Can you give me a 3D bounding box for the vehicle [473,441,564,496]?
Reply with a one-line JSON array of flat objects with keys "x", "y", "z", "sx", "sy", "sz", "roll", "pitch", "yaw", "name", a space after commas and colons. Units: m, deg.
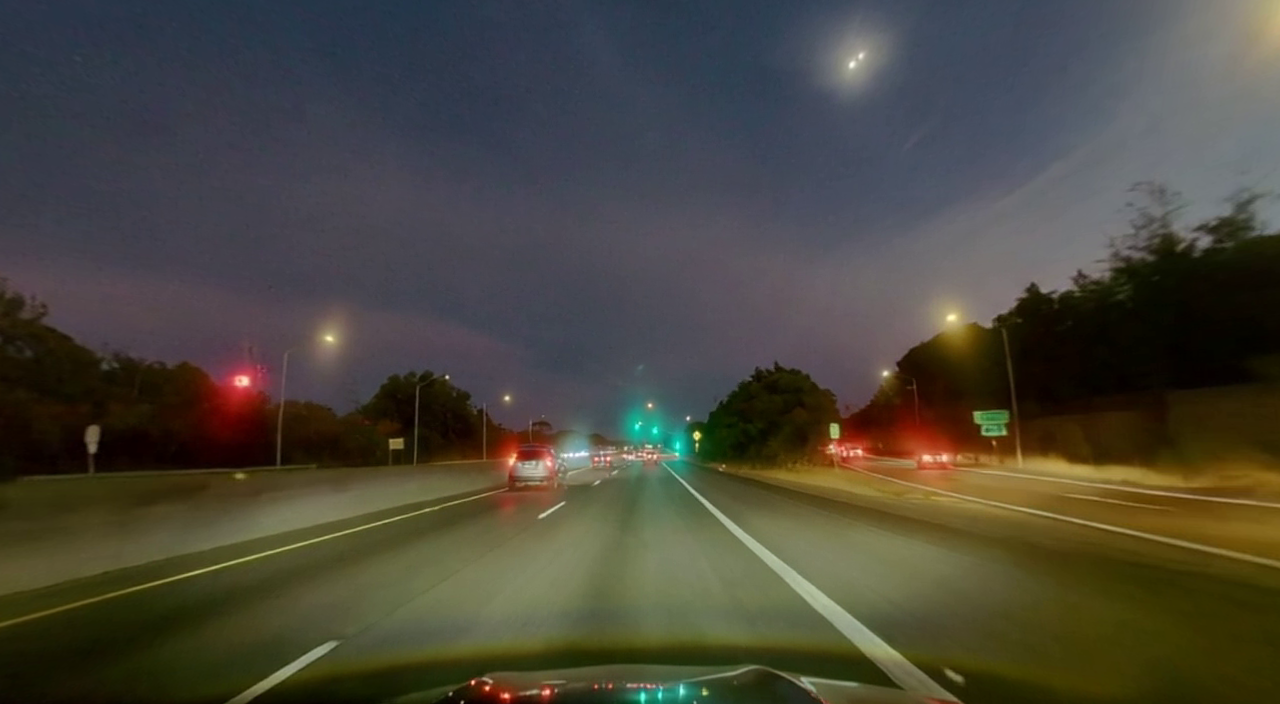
[{"x": -4.050, "y": 3.971, "z": 21.866, "sx": 2.263, "sy": 1.696, "sz": 4.321, "roll": 0, "pitch": -9, "yaw": 1, "name": "vehicle"}]
